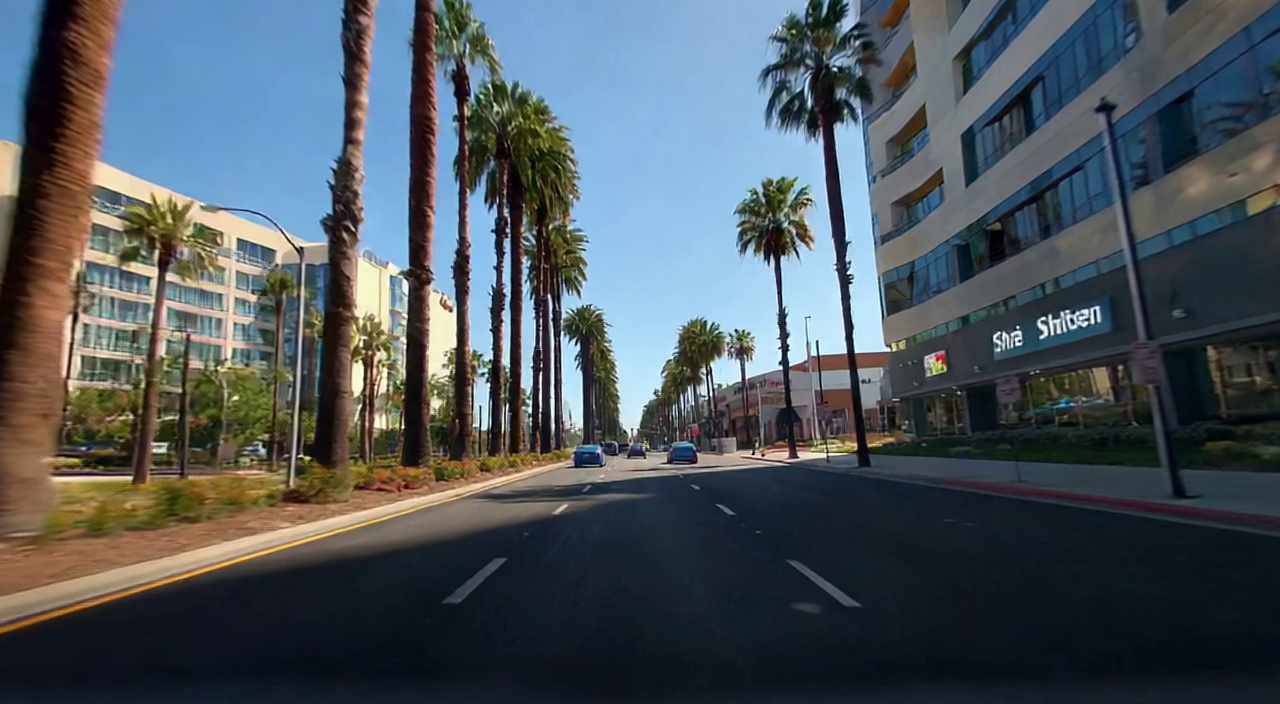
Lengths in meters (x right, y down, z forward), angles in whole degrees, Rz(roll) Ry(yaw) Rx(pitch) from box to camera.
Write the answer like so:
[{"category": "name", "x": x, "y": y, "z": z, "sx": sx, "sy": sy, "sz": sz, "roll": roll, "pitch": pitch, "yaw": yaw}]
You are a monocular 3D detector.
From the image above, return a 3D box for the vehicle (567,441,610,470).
[{"category": "vehicle", "x": -3.059, "y": 6.275, "z": 38.492, "sx": 2.160, "sy": 1.615, "sz": 4.117, "roll": -1, "pitch": -9, "yaw": 2}]
